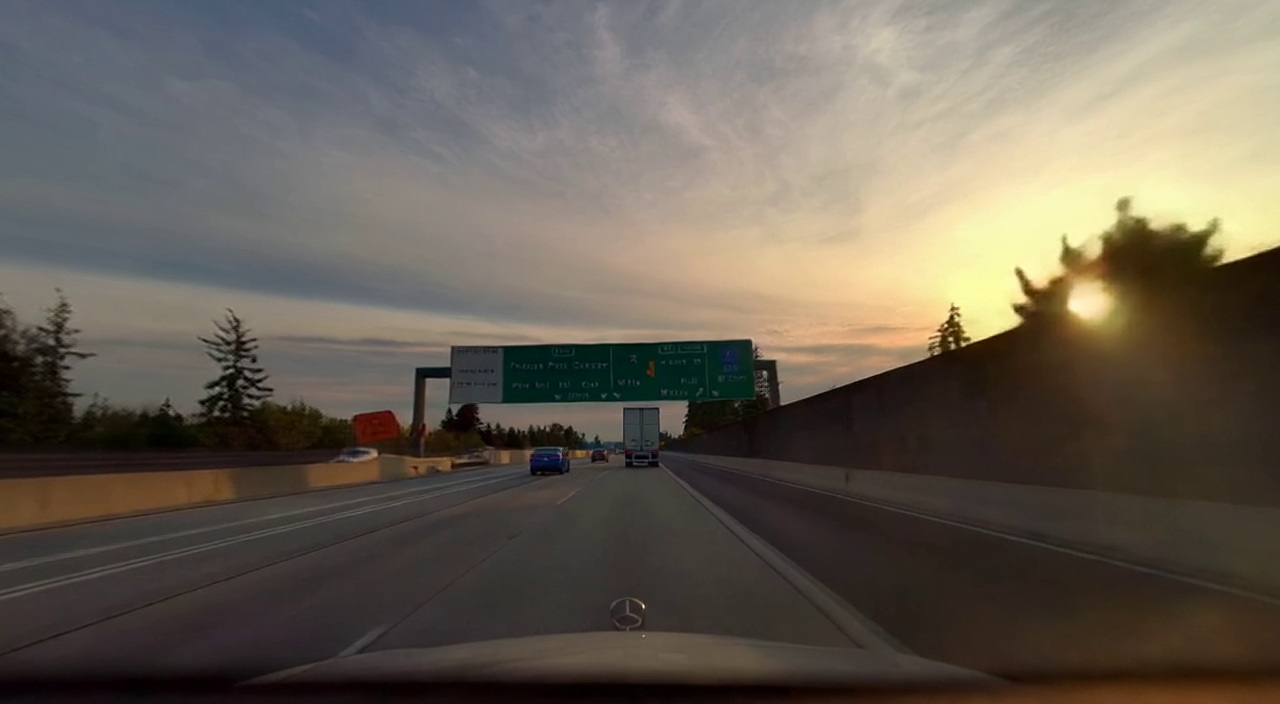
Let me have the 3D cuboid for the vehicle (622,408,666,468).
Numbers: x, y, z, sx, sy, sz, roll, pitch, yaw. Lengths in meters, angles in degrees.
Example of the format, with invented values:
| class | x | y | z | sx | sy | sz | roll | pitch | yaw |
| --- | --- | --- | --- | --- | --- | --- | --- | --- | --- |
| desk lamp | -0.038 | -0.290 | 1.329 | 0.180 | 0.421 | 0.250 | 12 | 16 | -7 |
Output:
| class | x | y | z | sx | sy | sz | roll | pitch | yaw |
| --- | --- | --- | --- | --- | --- | --- | --- | --- | --- |
| vehicle | 0.339 | 6.631 | 48.079 | 2.980 | 4.051 | 10.359 | 0 | -9 | 1 |

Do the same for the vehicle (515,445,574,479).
| class | x | y | z | sx | sy | sz | roll | pitch | yaw |
| --- | --- | --- | --- | --- | --- | --- | --- | --- | --- |
| vehicle | -4.411 | 5.159 | 29.845 | 1.977 | 1.478 | 4.702 | 0 | -9 | 1 |
